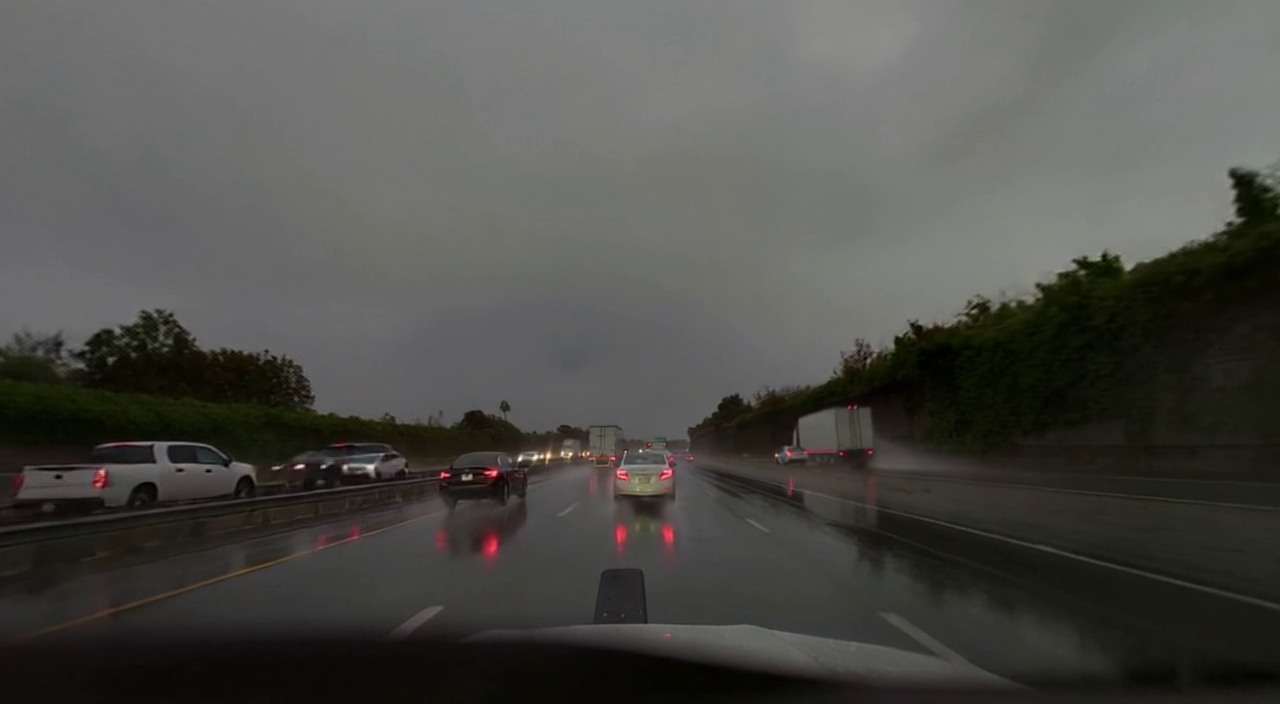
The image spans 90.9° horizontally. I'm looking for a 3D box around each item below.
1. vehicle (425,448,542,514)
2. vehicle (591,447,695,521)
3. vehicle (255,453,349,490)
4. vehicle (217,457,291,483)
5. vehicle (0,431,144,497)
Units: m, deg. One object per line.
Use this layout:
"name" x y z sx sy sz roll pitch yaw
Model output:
"vehicle" -3.994 3.358 16.899 1.929 1.509 4.331 0 -9 1
"vehicle" 0.085 2.944 14.544 2.057 1.449 3.931 0 -9 1
"vehicle" -15.325 5.404 28.847 1.949 1.540 4.064 -1 -9 2
"vehicle" -27.386 8.382 44.907 1.962 1.694 4.917 -1 -9 2
"vehicle" -32.022 6.246 35.621 2.761 3.380 5.944 -1 -9 2
